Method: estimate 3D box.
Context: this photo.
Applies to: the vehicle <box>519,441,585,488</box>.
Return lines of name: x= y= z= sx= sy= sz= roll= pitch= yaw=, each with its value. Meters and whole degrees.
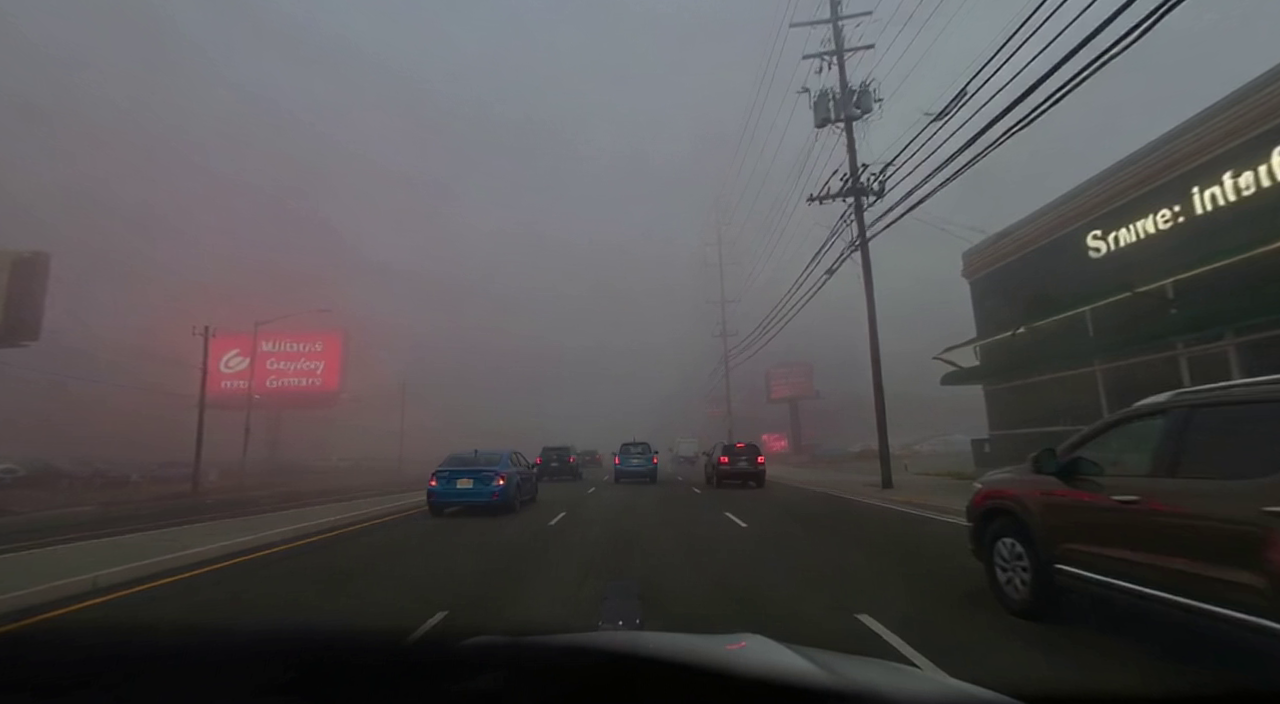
vehicle: x=-3.297 y=4.305 z=24.518 sx=2.051 sy=1.671 sz=3.861 roll=0 pitch=-8 yaw=-1

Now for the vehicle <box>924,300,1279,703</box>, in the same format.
vehicle: x=3.880 y=0.844 z=3.335 sx=2.292 sy=1.935 sz=5.112 roll=0 pitch=-8 yaw=-1

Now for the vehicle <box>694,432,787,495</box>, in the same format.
vehicle: x=3.275 y=3.767 z=21.758 sx=2.282 sy=1.897 sz=4.915 roll=0 pitch=-8 yaw=-1

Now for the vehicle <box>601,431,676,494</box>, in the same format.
vehicle: x=-0.070 y=3.758 z=21.875 sx=2.326 sy=1.925 sz=4.253 roll=0 pitch=-8 yaw=0

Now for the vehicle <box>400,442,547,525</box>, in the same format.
vehicle: x=-3.406 y=2.768 z=13.960 sx=2.022 sy=1.498 sz=4.471 roll=0 pitch=-8 yaw=0
